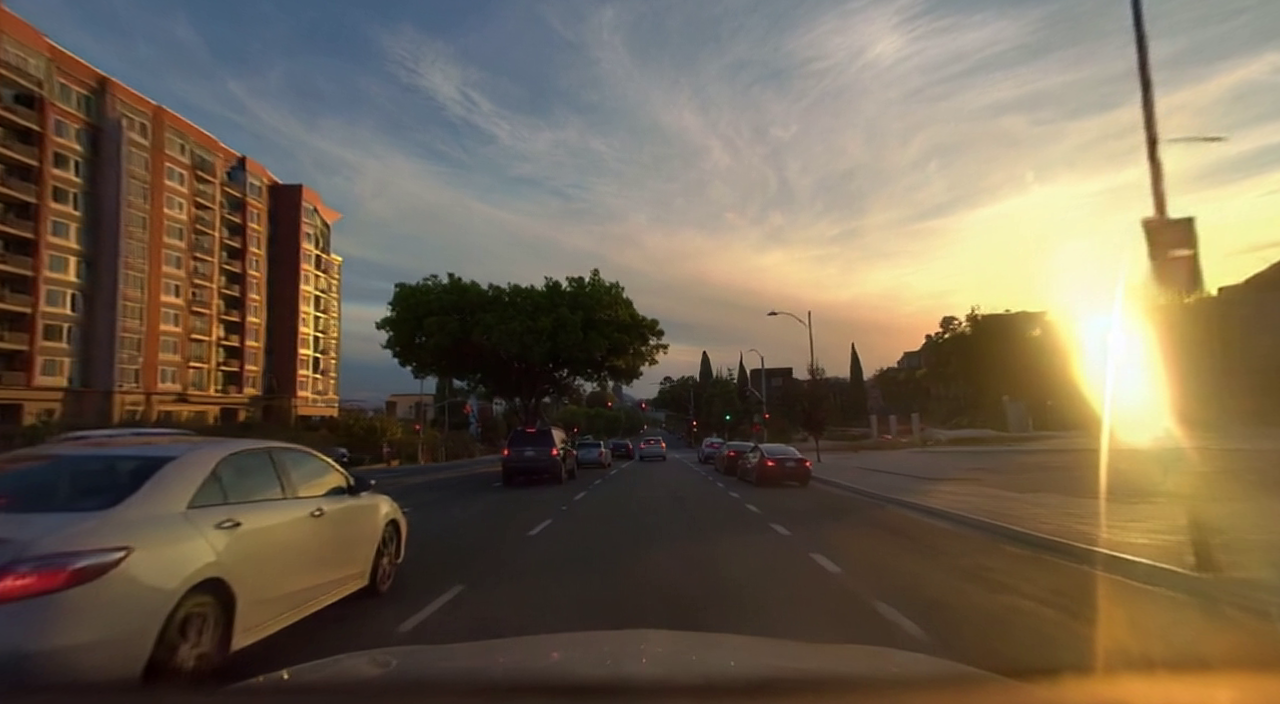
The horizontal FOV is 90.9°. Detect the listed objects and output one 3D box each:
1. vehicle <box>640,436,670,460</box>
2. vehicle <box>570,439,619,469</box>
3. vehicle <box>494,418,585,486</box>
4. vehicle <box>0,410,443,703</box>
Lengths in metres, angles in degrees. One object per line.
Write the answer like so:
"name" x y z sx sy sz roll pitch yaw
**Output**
"vehicle" 1.108 7.292 47.903 2.194 1.779 3.996 0 -9 1
"vehicle" -2.384 5.467 33.984 2.246 1.481 4.146 0 -9 1
"vehicle" -3.167 3.312 20.972 2.152 1.987 4.527 0 -9 2
"vehicle" -2.840 1.156 3.658 1.959 1.406 4.272 0 -9 1
